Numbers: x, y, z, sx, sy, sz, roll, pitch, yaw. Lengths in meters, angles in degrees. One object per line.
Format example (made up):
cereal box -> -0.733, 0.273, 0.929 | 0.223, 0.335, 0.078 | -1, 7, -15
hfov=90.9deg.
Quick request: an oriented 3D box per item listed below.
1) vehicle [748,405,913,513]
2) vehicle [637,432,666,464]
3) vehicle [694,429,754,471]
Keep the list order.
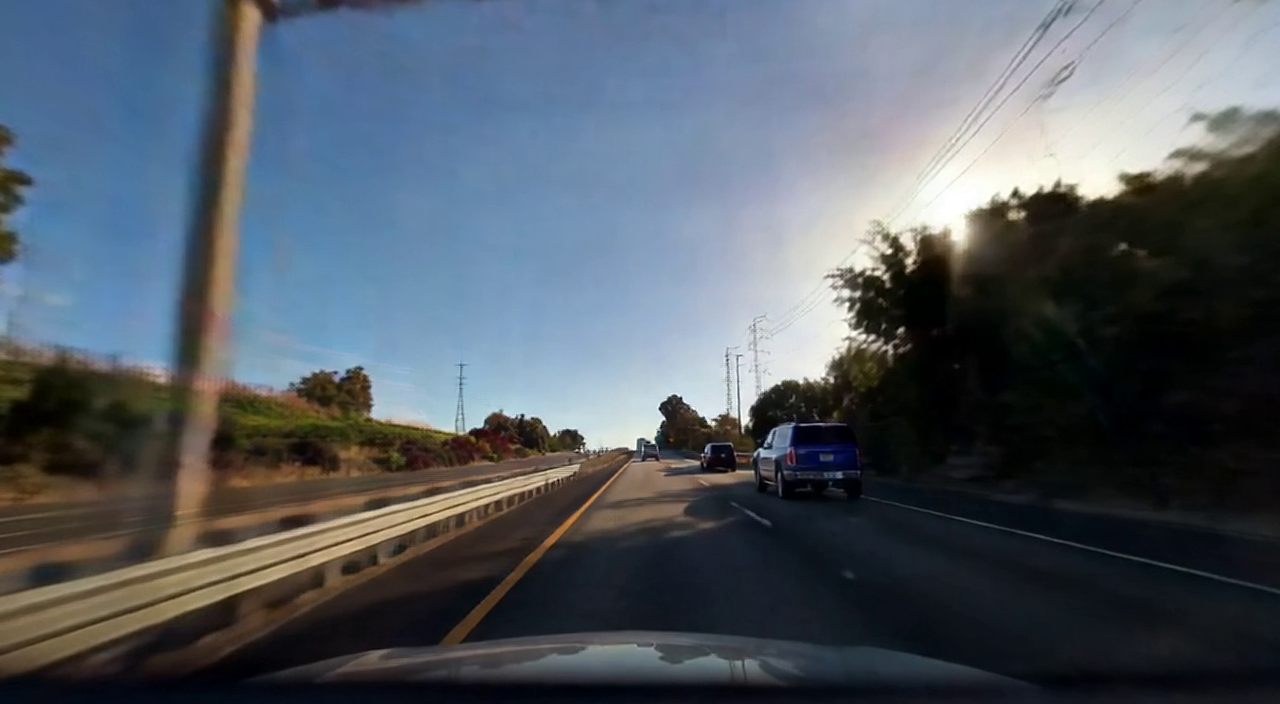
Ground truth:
vehicle -> 4.117, 2.438, 14.758 | 2.145, 2.069, 5.057 | 0, -8, -1
vehicle -> 0.803, 7.333, 48.065 | 2.099, 2.260, 4.899 | 0, -8, 0
vehicle -> 4.567, 5.460, 35.253 | 2.594, 2.155, 5.670 | 0, -8, 0
